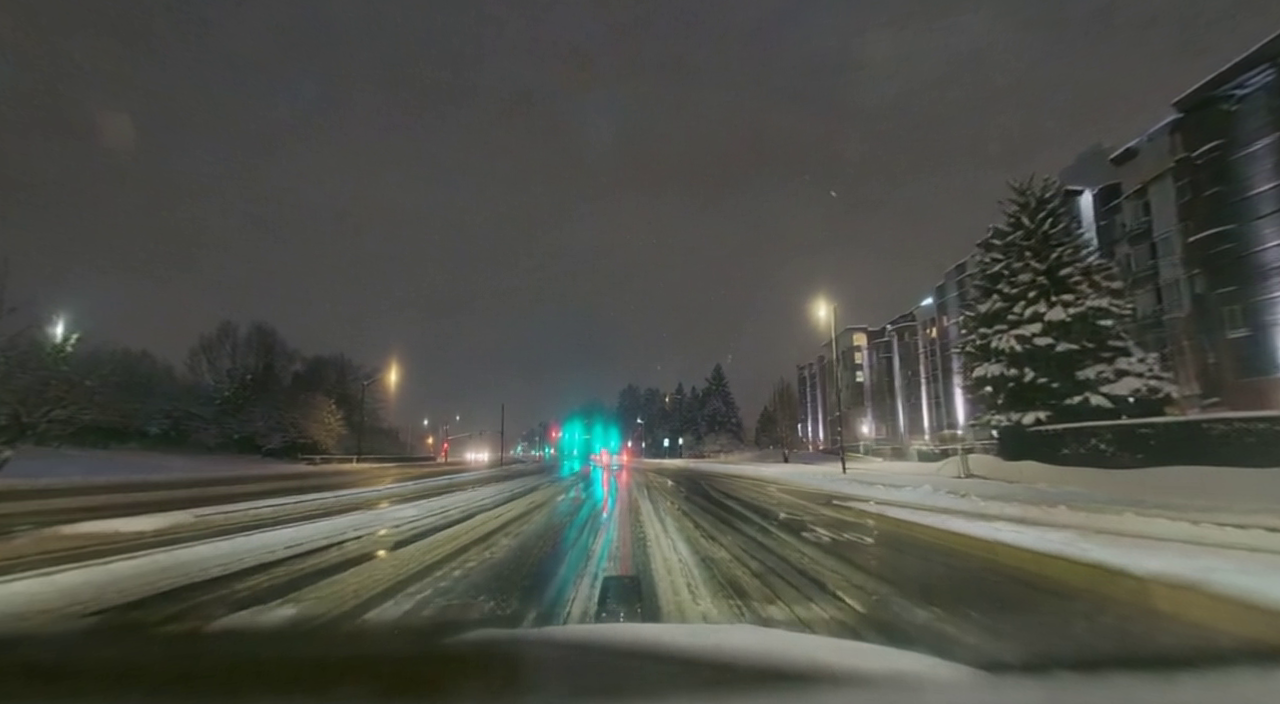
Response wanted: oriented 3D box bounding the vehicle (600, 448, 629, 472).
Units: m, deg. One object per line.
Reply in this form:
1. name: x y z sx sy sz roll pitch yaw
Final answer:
1. vehicle: -1.946 8.072 47.378 2.038 1.682 3.844 0 -8 -4
